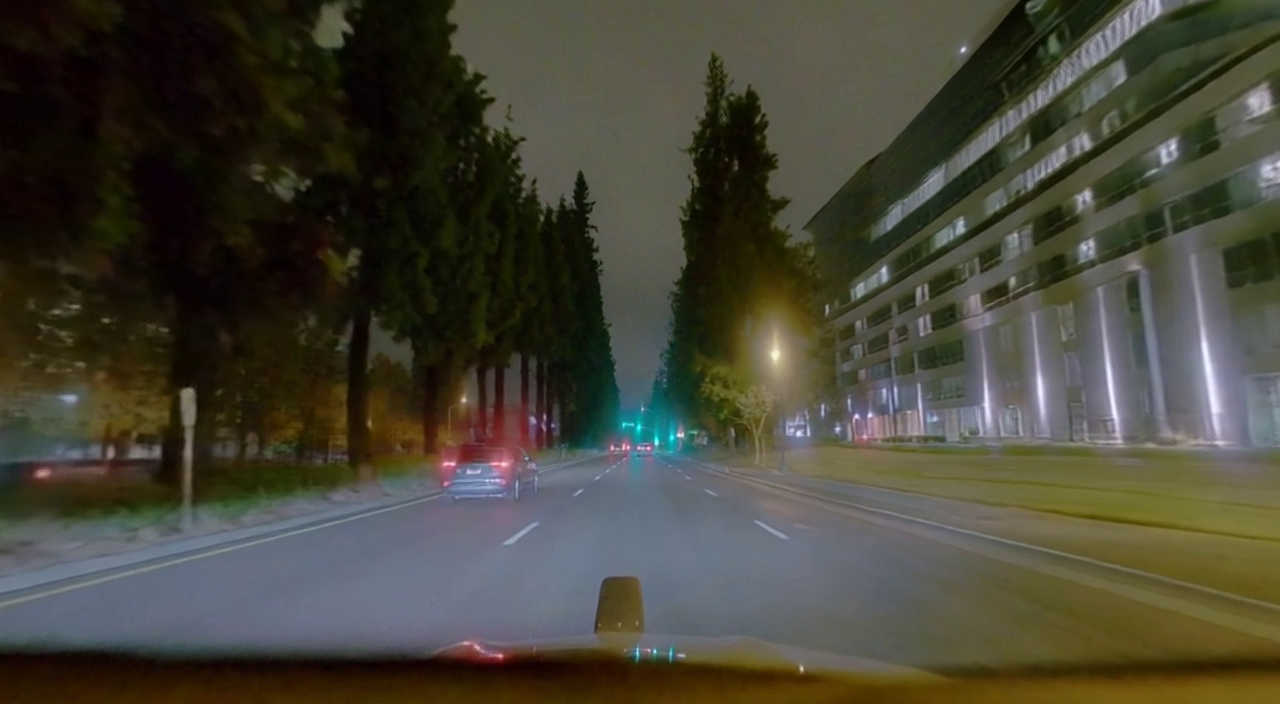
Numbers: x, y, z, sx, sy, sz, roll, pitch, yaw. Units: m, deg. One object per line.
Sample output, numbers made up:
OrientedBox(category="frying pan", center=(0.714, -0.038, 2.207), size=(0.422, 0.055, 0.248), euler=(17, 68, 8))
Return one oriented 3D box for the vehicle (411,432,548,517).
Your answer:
OrientedBox(category="vehicle", center=(-3.354, 2.644, 14.117), size=(1.942, 1.588, 4.172), euler=(0, -9, 0))
